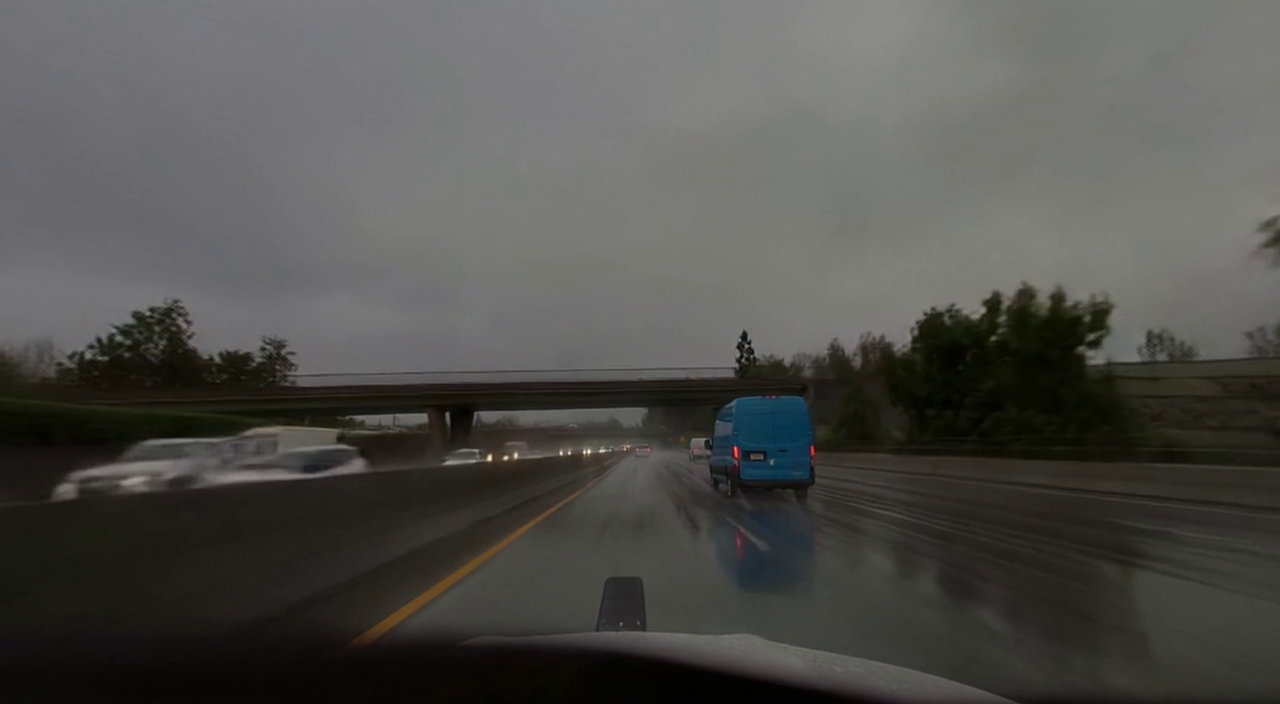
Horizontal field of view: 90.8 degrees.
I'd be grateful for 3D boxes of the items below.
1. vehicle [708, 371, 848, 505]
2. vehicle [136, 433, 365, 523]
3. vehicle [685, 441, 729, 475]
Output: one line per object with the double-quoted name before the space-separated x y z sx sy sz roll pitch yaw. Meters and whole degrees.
"vehicle" 3.627 2.548 18.442 2.460 3.155 6.902 0 -9 0
"vehicle" -7.594 2.484 12.946 1.902 1.496 4.319 0 -9 1
"vehicle" 3.608 5.787 34.678 2.009 1.731 4.149 0 -9 0
